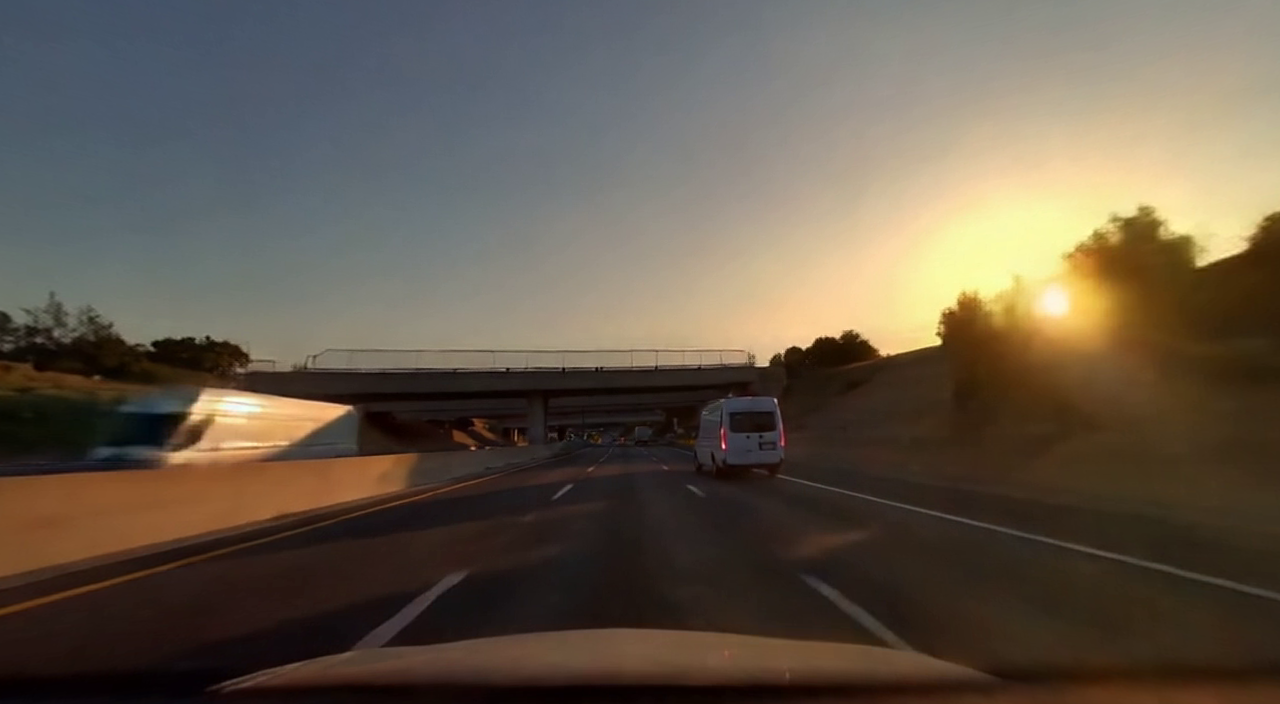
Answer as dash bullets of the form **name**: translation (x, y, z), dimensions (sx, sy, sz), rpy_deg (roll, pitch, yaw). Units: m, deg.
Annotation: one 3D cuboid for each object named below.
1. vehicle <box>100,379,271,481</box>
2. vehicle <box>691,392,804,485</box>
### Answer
- **vehicle**: translation (-20.166, 3.568, 28.540), dimensions (3.147, 4.064, 6.027), rpy_deg (0, -8, -1)
- **vehicle**: translation (3.374, 2.998, 21.682), dimensions (2.431, 2.667, 6.921), rpy_deg (0, -8, -2)
